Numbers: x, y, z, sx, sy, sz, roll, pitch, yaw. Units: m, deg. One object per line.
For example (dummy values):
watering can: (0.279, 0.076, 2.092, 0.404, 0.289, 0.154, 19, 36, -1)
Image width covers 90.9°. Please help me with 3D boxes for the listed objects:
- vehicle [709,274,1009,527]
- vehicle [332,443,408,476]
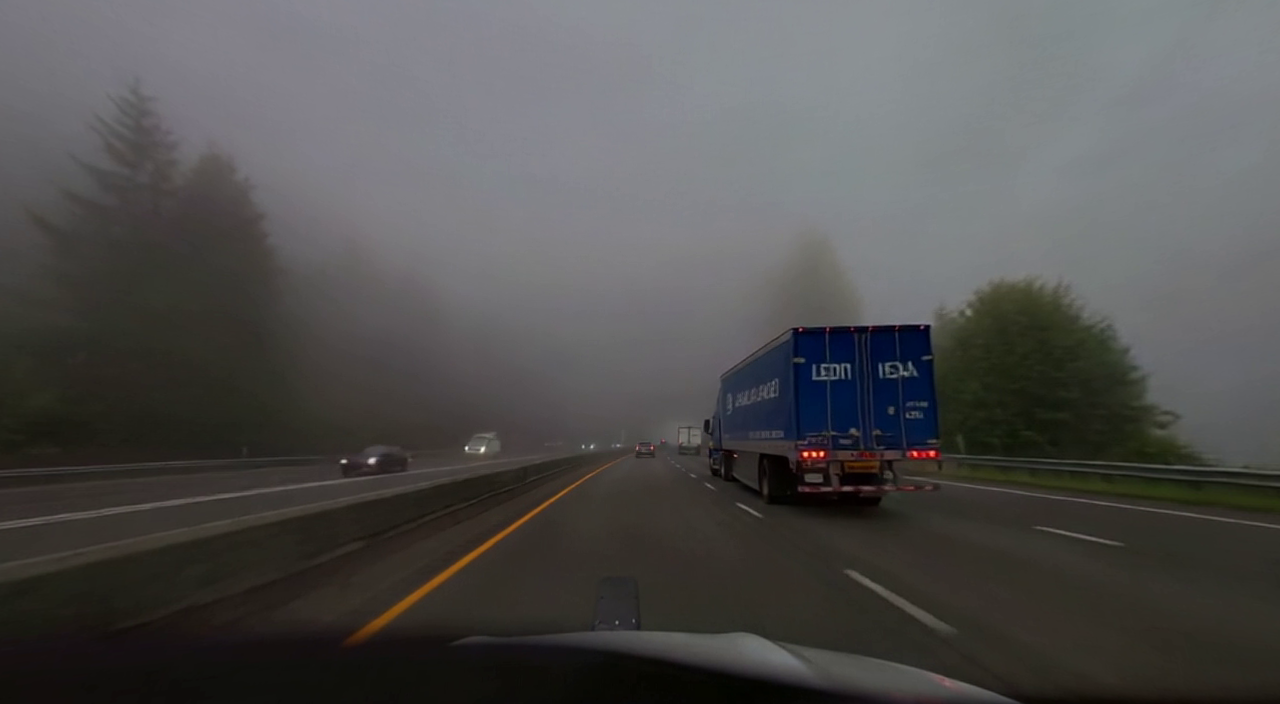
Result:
vehicle: (4.231, 1.652, 17.020, 3.171, 4.072, 13.784, 0, -8, 0)
vehicle: (-13.920, 5.540, 32.784, 1.871, 1.490, 4.603, -1, -8, 1)
